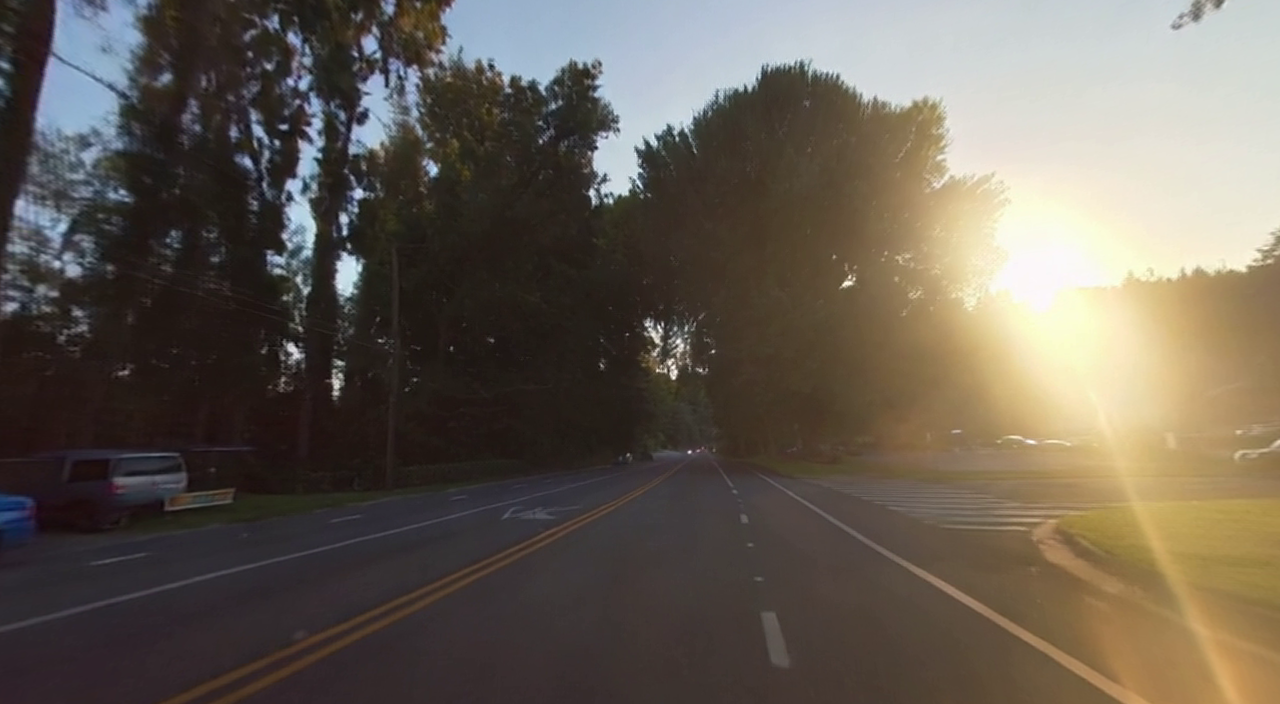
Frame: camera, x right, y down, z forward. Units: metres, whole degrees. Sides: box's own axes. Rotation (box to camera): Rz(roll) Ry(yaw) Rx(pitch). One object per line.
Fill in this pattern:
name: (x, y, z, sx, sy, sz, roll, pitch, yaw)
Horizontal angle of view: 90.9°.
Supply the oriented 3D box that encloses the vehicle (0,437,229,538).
vehicle: (-11.973, 2.955, 13.829, 4.601, 1.730, 2.035, -6, -9, 2)
